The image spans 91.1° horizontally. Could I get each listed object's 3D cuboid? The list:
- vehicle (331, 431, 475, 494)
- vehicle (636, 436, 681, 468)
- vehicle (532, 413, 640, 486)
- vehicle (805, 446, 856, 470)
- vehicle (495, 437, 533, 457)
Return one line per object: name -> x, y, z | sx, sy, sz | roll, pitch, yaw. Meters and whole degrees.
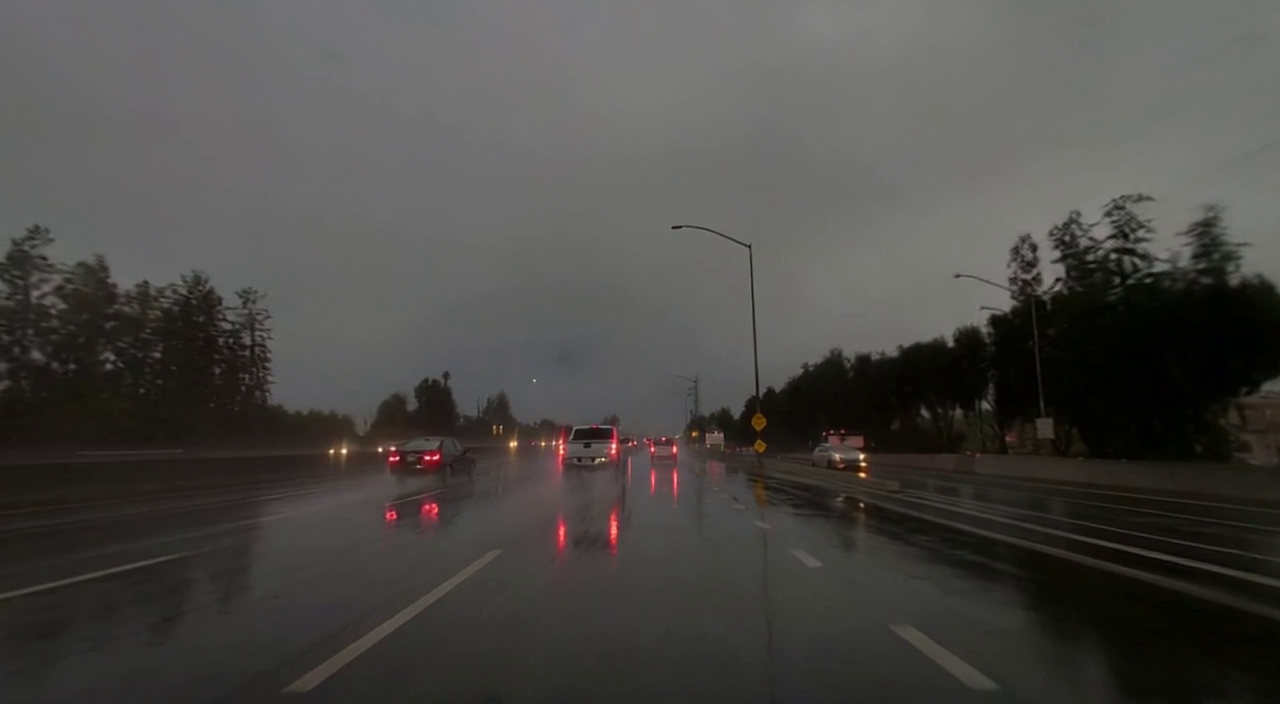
vehicle -> -6.262, 2.970, 17.269 | 1.964, 1.481, 4.425 | -1, -8, 4
vehicle -> 0.835, 4.852, 30.611 | 2.013, 1.444, 4.447 | 0, -8, 0
vehicle -> -1.557, 3.282, 21.400 | 2.815, 2.092, 6.526 | 0, -8, 3
vehicle -> 11.966, 6.651, 39.701 | 1.838, 1.439, 4.471 | 0, -8, 0
vehicle -> -9.785, 7.432, 49.017 | 1.915, 1.472, 4.502 | 0, -8, 2
